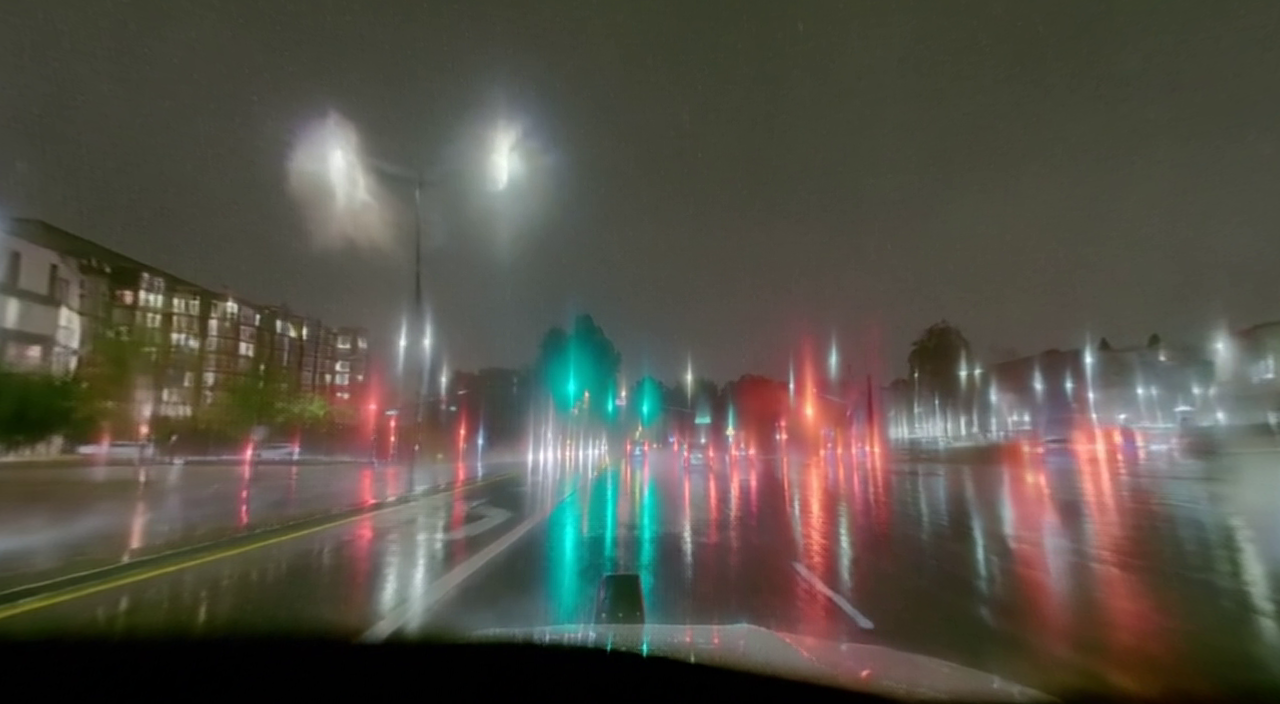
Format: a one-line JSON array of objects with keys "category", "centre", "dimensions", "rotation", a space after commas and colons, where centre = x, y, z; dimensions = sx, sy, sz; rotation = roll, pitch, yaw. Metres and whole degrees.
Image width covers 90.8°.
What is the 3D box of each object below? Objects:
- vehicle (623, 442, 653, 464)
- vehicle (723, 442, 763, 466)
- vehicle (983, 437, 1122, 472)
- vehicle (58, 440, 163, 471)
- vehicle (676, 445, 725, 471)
[{"category": "vehicle", "centre": [-0.126, 7.414, 46.428], "dimensions": [2.143, 1.480, 4.006], "rotation": [0, -8, 0]}, {"category": "vehicle", "centre": [6.817, 6.808, 42.214], "dimensions": [1.861, 1.473, 4.393], "rotation": [0, -8, -1]}, {"category": "vehicle", "centre": [23.742, 5.938, 36.611], "dimensions": [6.313, 1.772, 2.263], "rotation": [-9, -11, 43]}, {"category": "vehicle", "centre": [-33.810, 6.607, 40.596], "dimensions": [2.202, 1.774, 5.174], "rotation": [1, -8, 1]}, {"category": "vehicle", "centre": [3.227, 5.769, 34.678], "dimensions": [2.080, 1.321, 4.382], "rotation": [0, -9, -2]}]
